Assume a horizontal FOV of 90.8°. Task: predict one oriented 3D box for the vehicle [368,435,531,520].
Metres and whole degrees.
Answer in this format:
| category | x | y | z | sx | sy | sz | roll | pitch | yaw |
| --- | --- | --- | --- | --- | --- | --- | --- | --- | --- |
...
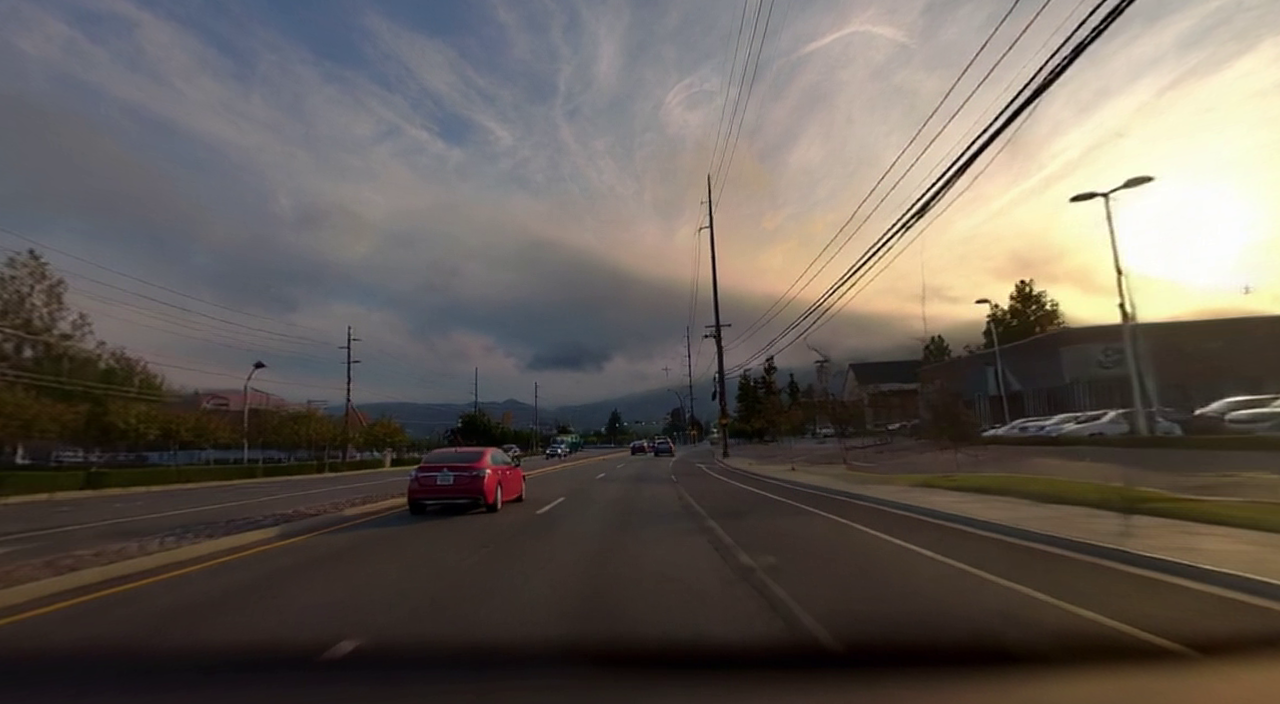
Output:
| category | x | y | z | sx | sy | sz | roll | pitch | yaw |
| --- | --- | --- | --- | --- | --- | --- | --- | --- | --- |
| vehicle | -3.817 | 2.584 | 13.636 | 1.928 | 1.488 | 4.635 | 0 | -8 | 2 |
